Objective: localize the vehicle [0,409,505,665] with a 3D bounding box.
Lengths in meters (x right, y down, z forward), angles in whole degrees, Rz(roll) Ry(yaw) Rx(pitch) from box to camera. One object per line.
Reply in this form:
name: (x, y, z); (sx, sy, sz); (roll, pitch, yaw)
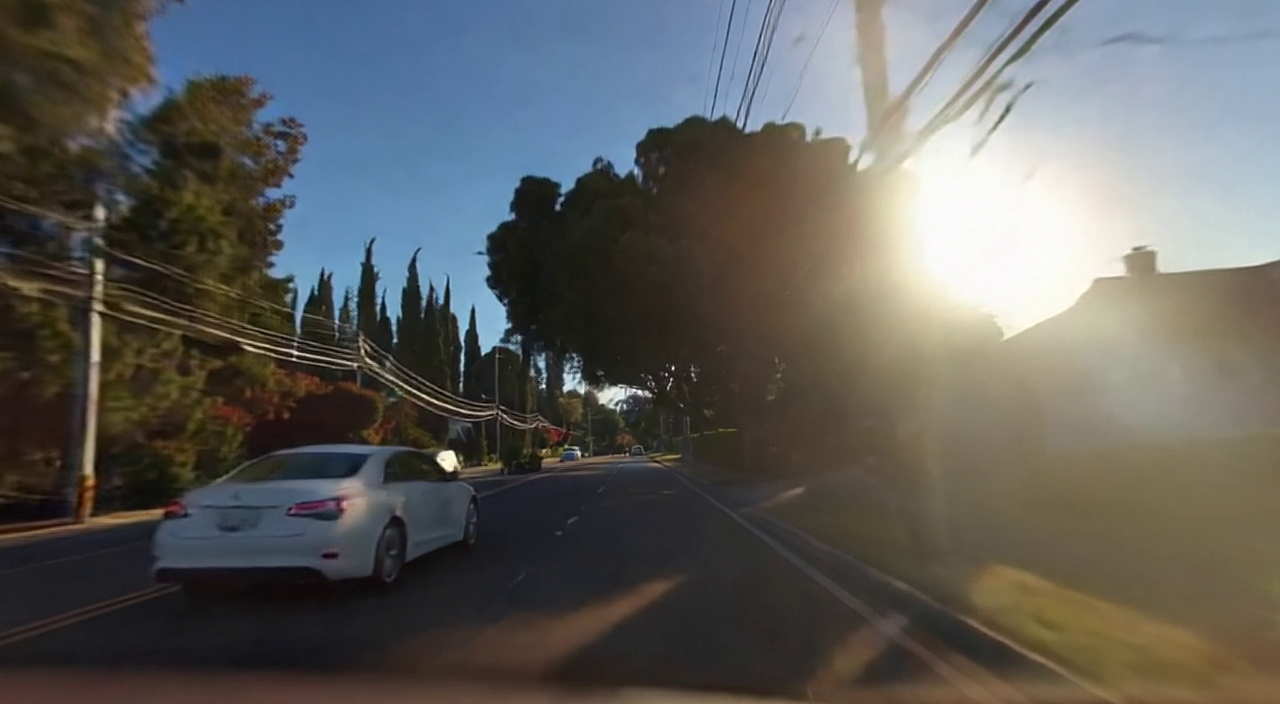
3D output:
vehicle: (-3.037, 1.492, 6.388); (2.085, 1.512, 5.023); (0, -9, 2)
